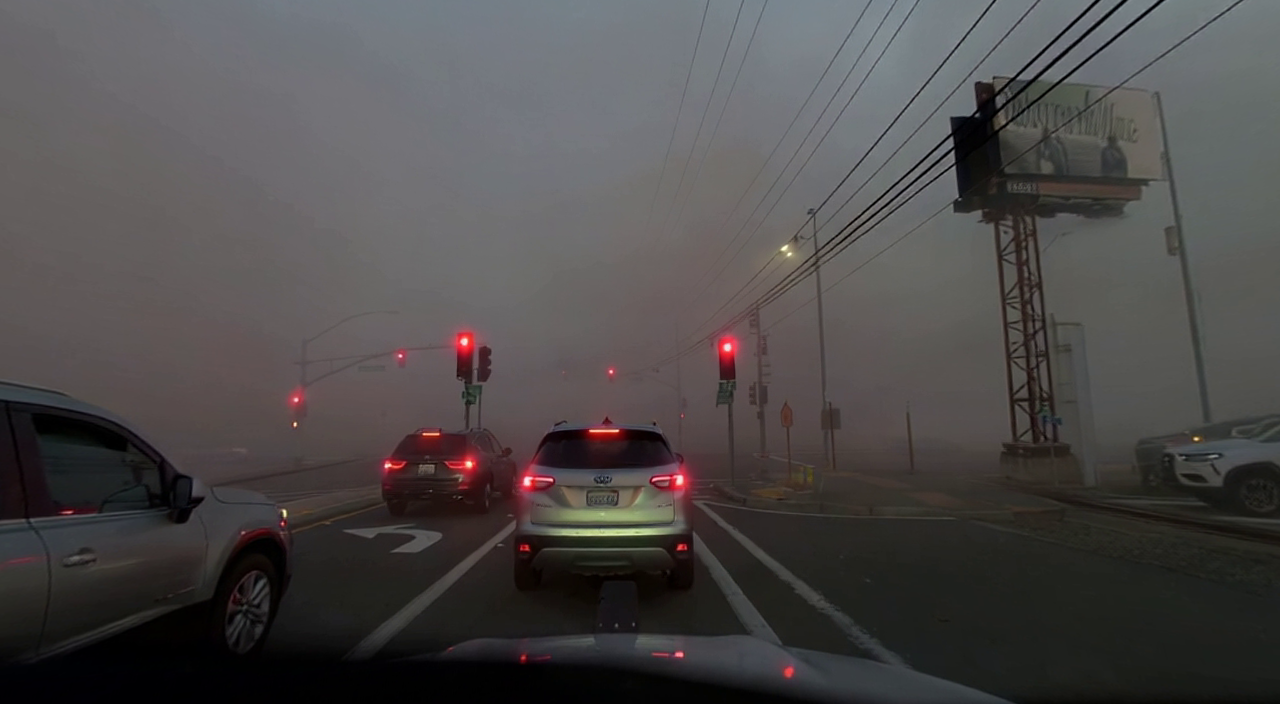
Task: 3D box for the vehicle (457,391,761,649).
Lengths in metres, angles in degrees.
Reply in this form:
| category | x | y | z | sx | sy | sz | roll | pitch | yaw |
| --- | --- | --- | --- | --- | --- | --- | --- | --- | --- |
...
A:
| category | x | y | z | sx | sy | sz | roll | pitch | yaw |
| --- | --- | --- | --- | --- | --- | --- | --- | --- | --- |
| vehicle | -0.216 | 1.398 | 6.136 | 2.025 | 1.723 | 3.644 | 0 | -9 | 0 |

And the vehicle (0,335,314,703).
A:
| category | x | y | z | sx | sy | sz | roll | pitch | yaw |
| --- | --- | --- | --- | --- | --- | --- | --- | --- | --- |
| vehicle | -3.924 | 0.860 | 2.978 | 2.052 | 1.814 | 5.184 | 0 | -9 | -1 |

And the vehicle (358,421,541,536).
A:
| category | x | y | z | sx | sy | sz | roll | pitch | yaw |
| --- | --- | --- | --- | --- | --- | --- | --- | --- | --- |
| vehicle | -3.151 | 2.187 | 11.521 | 1.988 | 1.678 | 4.317 | 0 | -9 | 0 |

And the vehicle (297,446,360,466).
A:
| category | x | y | z | sx | sy | sz | roll | pitch | yaw |
| --- | --- | --- | --- | --- | --- | --- | --- | --- | --- |
| vehicle | -24.207 | 8.070 | 49.089 | 4.357 | 1.444 | 1.842 | -3 | -9 | 19 |

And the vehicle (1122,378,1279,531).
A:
| category | x | y | z | sx | sy | sz | roll | pitch | yaw |
| --- | --- | --- | --- | --- | --- | --- | --- | --- | --- |
| vehicle | 9.588 | 1.312 | 8.197 | 5.060 | 1.702 | 2.033 | 1 | -9 | -4 |
